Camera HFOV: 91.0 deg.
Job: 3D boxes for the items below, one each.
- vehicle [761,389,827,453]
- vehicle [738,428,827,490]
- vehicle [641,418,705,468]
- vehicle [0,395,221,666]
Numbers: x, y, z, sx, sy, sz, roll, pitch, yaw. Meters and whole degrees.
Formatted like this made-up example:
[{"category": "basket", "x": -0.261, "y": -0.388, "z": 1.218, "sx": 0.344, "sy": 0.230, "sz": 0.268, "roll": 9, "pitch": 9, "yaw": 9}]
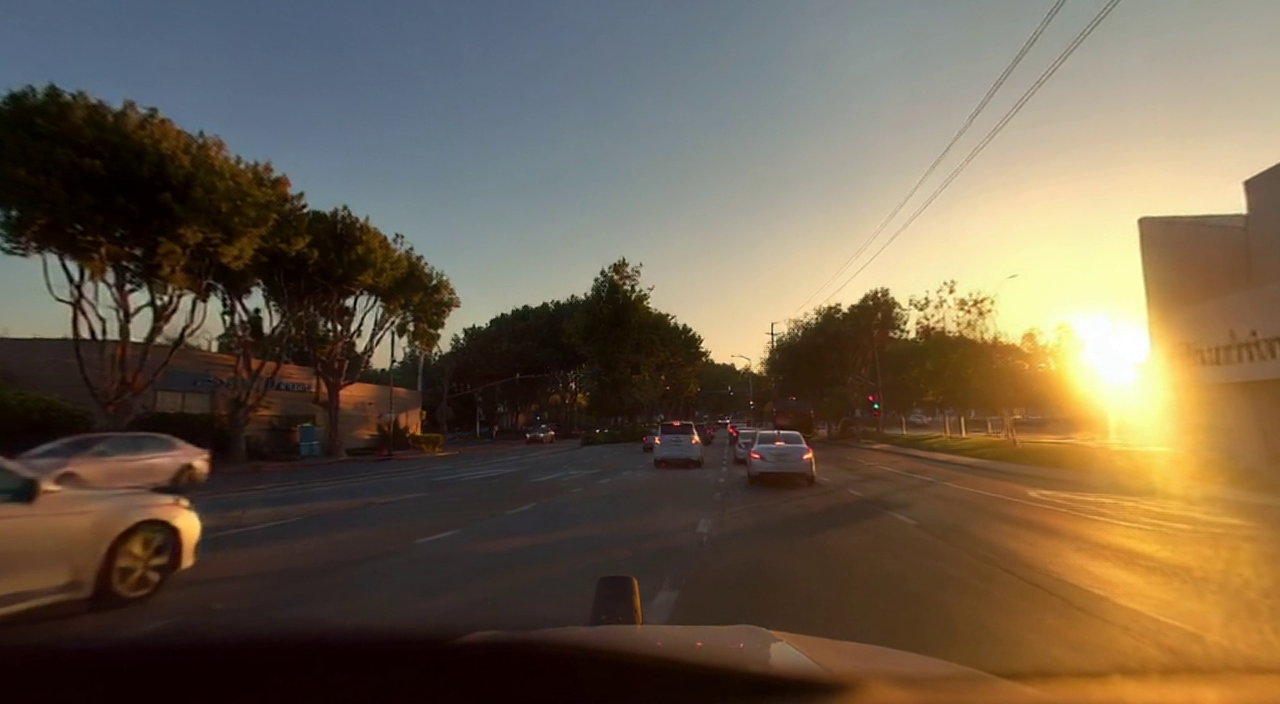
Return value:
[{"category": "vehicle", "x": 10.272, "y": 4.902, "z": 43.050, "sx": 2.965, "sy": 3.900, "sz": 9.064, "roll": -1, "pitch": -9, "yaw": 5}, {"category": "vehicle", "x": 3.884, "y": 2.973, "z": 17.834, "sx": 2.109, "sy": 1.500, "sz": 4.585, "roll": -1, "pitch": -9, "yaw": 9}, {"category": "vehicle", "x": 1.465, "y": 3.774, "z": 26.028, "sx": 2.188, "sy": 1.892, "sz": 4.488, "roll": -1, "pitch": -9, "yaw": 9}, {"category": "vehicle", "x": -4.717, "y": 0.936, "z": 3.108, "sx": 2.010, "sy": 1.515, "sz": 4.152, "roll": -1, "pitch": -9, "yaw": 9}]
